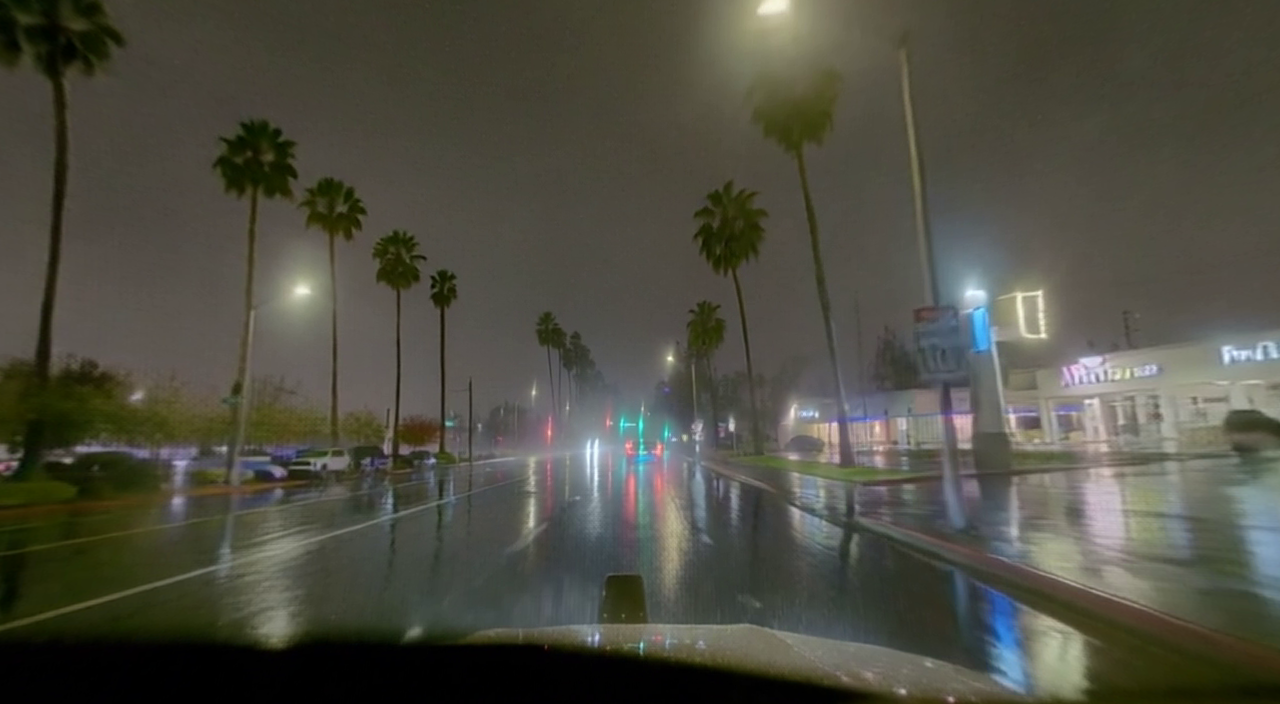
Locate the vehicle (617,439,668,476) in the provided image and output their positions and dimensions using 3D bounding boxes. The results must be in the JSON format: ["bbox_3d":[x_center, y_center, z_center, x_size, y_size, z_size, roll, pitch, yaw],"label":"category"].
[{"bbox_3d":[0.080,4.694,28.181,2.144,1.514,4.063,0,-9,-1],"label":"vehicle"}]

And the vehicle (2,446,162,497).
[{"bbox_3d":[-22.855,4.874,25.858,4.672,1.665,1.957,-3,-7,-2],"label":"vehicle"}]

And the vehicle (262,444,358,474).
[{"bbox_3d":[-21.358,6.927,40.816,4.979,1.893,2.084,0,-9,-2],"label":"vehicle"}]

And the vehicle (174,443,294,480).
[{"bbox_3d":[-22.114,5.967,34.369,4.961,1.894,2.256,0,-9,0],"label":"vehicle"}]
